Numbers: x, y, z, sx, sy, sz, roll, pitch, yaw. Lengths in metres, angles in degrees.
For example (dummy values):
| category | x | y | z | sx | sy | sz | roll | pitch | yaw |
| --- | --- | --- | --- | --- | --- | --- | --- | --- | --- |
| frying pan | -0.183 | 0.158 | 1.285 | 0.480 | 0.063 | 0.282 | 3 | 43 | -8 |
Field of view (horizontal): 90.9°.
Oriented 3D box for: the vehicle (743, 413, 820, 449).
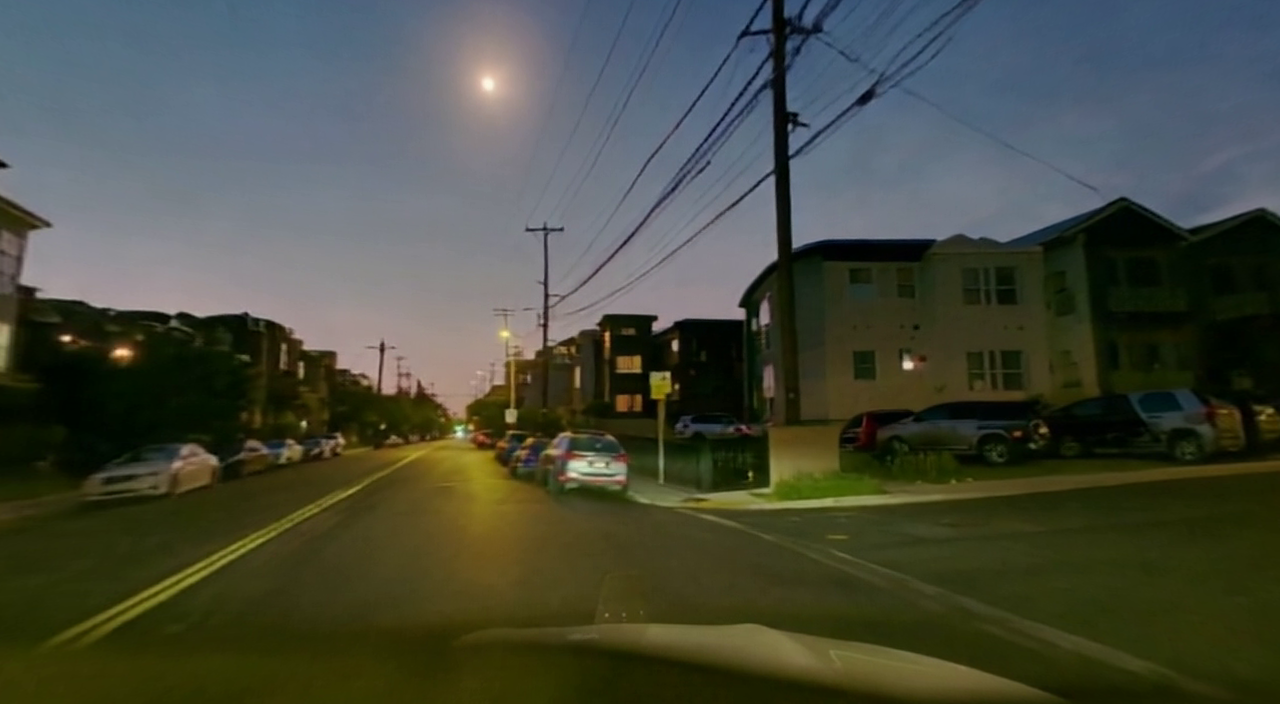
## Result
| category | x | y | z | sx | sy | sz | roll | pitch | yaw |
| --- | --- | --- | --- | --- | --- | --- | --- | --- | --- |
| vehicle | 7.035 | 3.931 | 31.696 | 1.754 | 1.559 | 3.567 | 3 | -5 | -32 |

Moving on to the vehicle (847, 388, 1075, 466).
| category | x | y | z | sx | sy | sz | roll | pitch | yaw |
| --- | --- | --- | --- | --- | --- | --- | --- | --- | --- |
| vehicle | 7.870 | 1.932 | 15.828 | 4.648 | 1.659 | 1.897 | -8 | -11 | 43 |

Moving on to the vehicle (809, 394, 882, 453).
| category | x | y | z | sx | sy | sz | roll | pitch | yaw |
| --- | --- | --- | --- | --- | --- | --- | --- | --- | --- |
| vehicle | 6.788 | 2.408 | 20.712 | 2.003 | 1.695 | 4.195 | -3 | -9 | 19 |

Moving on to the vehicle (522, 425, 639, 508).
| category | x | y | z | sx | sy | sz | roll | pitch | yaw |
| --- | --- | --- | --- | --- | --- | --- | --- | --- | --- |
| vehicle | -1.509 | 2.528 | 14.445 | 1.914 | 1.591 | 3.892 | 2 | -8 | -17 |

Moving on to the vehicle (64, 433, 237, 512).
| category | x | y | z | sx | sy | sz | roll | pitch | yaw |
| --- | --- | --- | --- | --- | --- | --- | --- | --- | --- |
| vehicle | -12.042 | 2.918 | 15.931 | 1.913 | 1.672 | 4.267 | 2 | -8 | -16 |

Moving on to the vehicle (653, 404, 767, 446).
| category | x | y | z | sx | sy | sz | roll | pitch | yaw |
| --- | --- | --- | --- | --- | --- | --- | --- | --- | --- |
| vehicle | 3.255 | 3.641 | 30.783 | 2.152 | 1.875 | 5.778 | 6 | -10 | -35 |

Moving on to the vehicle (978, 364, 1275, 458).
| category | x | y | z | sx | sy | sz | roll | pitch | yaw |
| --- | --- | --- | --- | --- | --- | --- | --- | --- | --- |
| vehicle | 11.932 | 1.614 | 15.950 | 5.514 | 1.976 | 2.153 | -7 | -11 | 40 |
